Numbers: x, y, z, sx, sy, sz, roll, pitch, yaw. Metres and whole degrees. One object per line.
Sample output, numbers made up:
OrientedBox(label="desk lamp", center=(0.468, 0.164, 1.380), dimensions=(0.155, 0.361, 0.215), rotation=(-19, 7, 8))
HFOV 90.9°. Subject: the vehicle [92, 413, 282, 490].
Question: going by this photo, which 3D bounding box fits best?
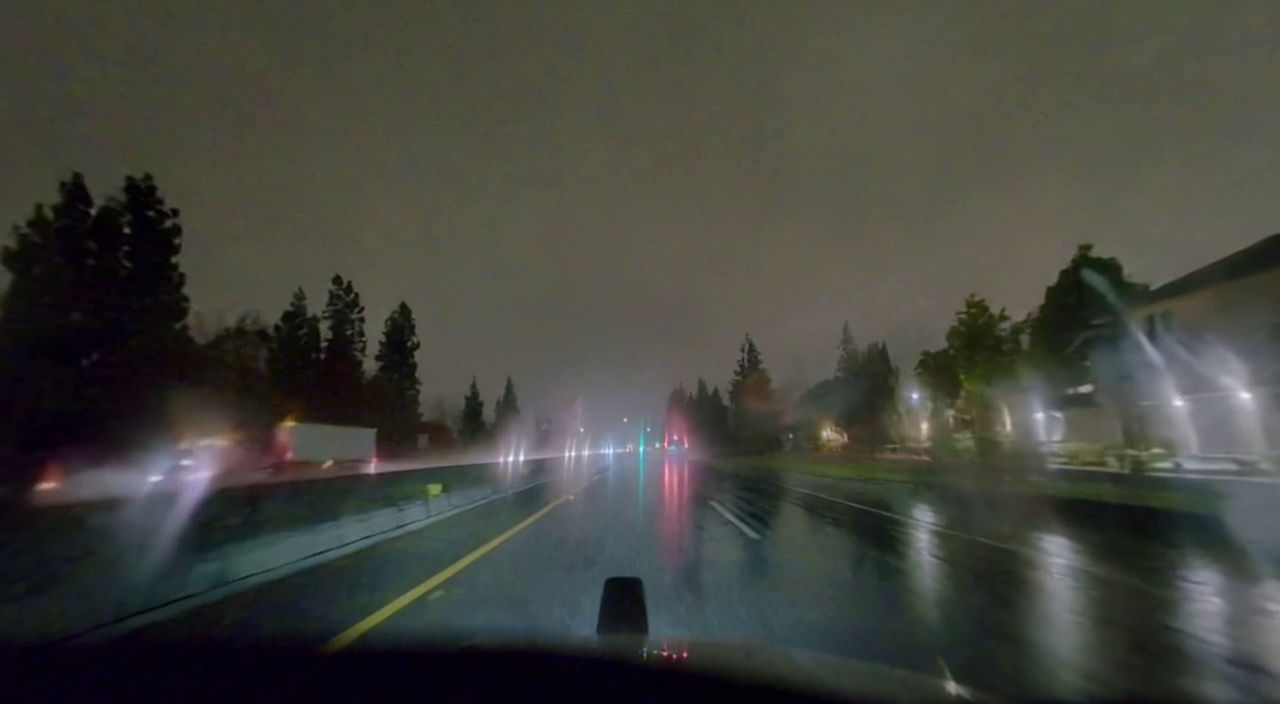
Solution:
OrientedBox(label="vehicle", center=(-22.587, 5.067, 32.379), dimensions=(3.178, 3.344, 8.688), rotation=(0, -9, 0))
